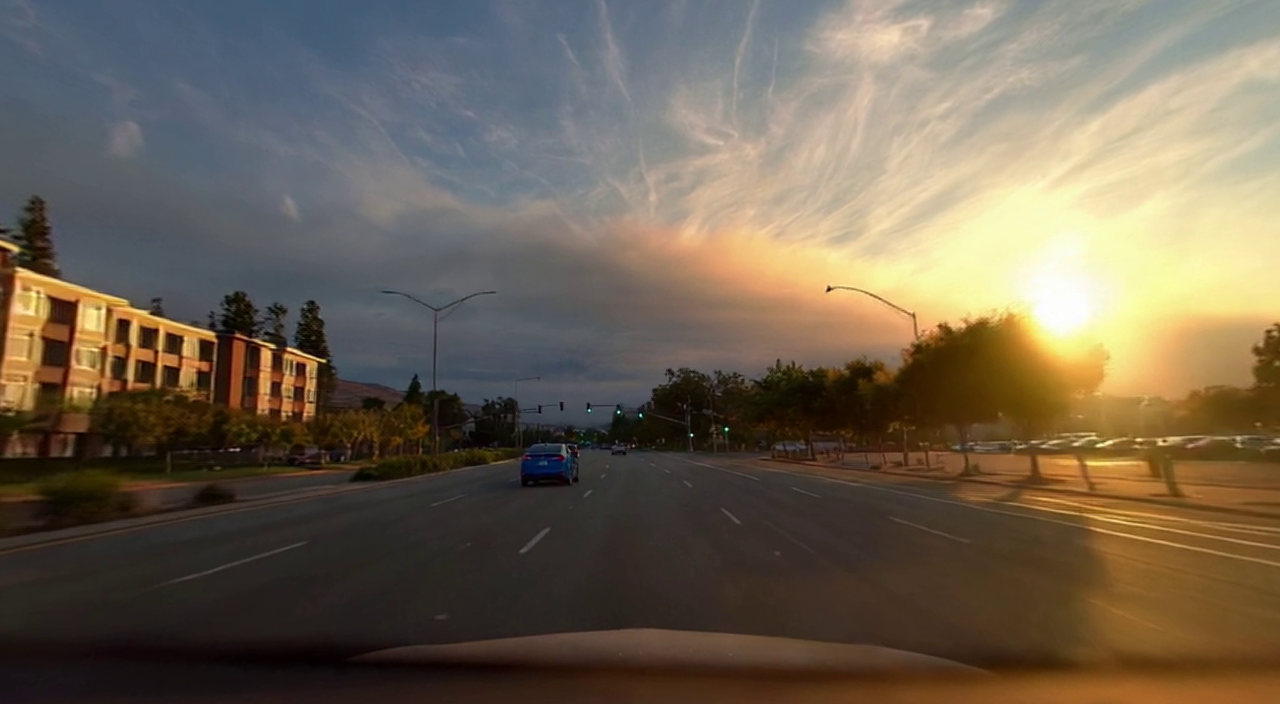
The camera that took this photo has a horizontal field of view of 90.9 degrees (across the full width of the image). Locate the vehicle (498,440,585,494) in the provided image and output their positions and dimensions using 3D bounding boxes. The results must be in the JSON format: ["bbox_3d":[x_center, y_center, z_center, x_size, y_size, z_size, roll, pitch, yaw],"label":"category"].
[{"bbox_3d":[-2.984,3.592,20.182,2.009,1.489,4.543,-1,-8,1],"label":"vehicle"}]
